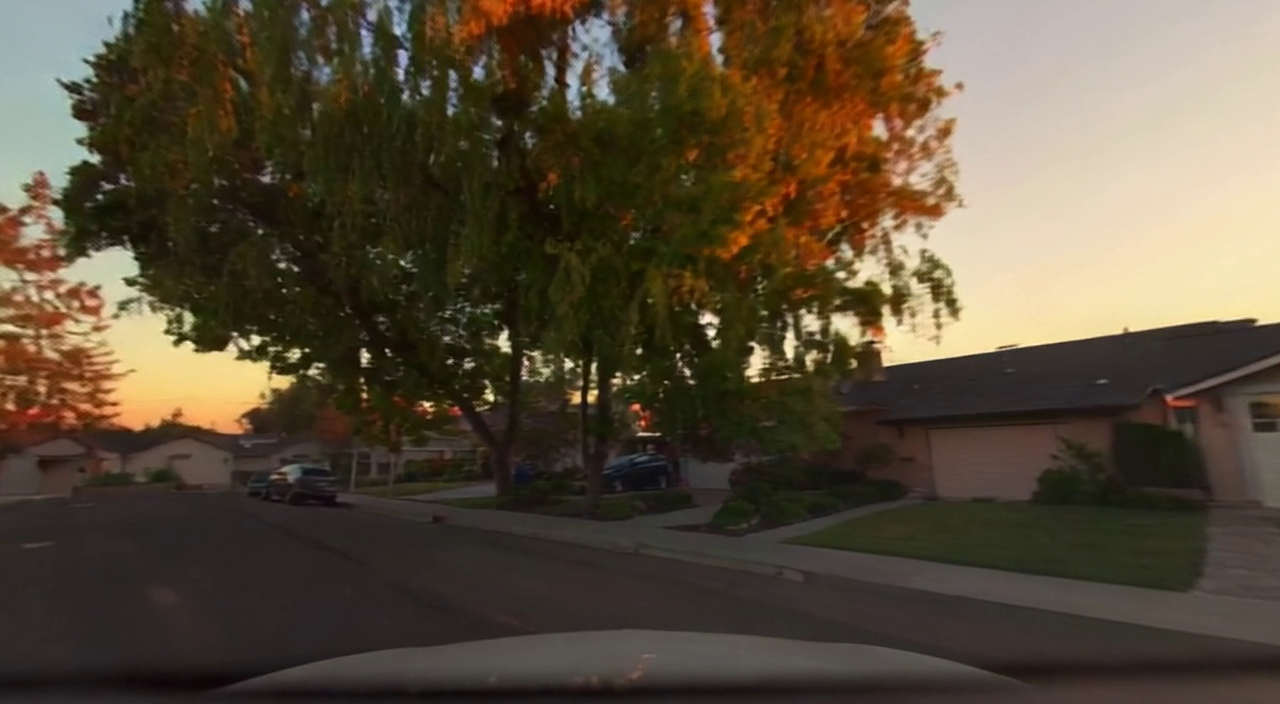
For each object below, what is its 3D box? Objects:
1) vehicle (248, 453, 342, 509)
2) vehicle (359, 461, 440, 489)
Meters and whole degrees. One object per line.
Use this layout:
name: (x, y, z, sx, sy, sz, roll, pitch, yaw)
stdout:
vehicle: (-12.867, 4.677, 23.275, 2.163, 1.760, 4.591, 7, -11, -38)
vehicle: (-14.662, 7.500, 38.381, 4.457, 1.510, 1.762, 4, -9, -23)
